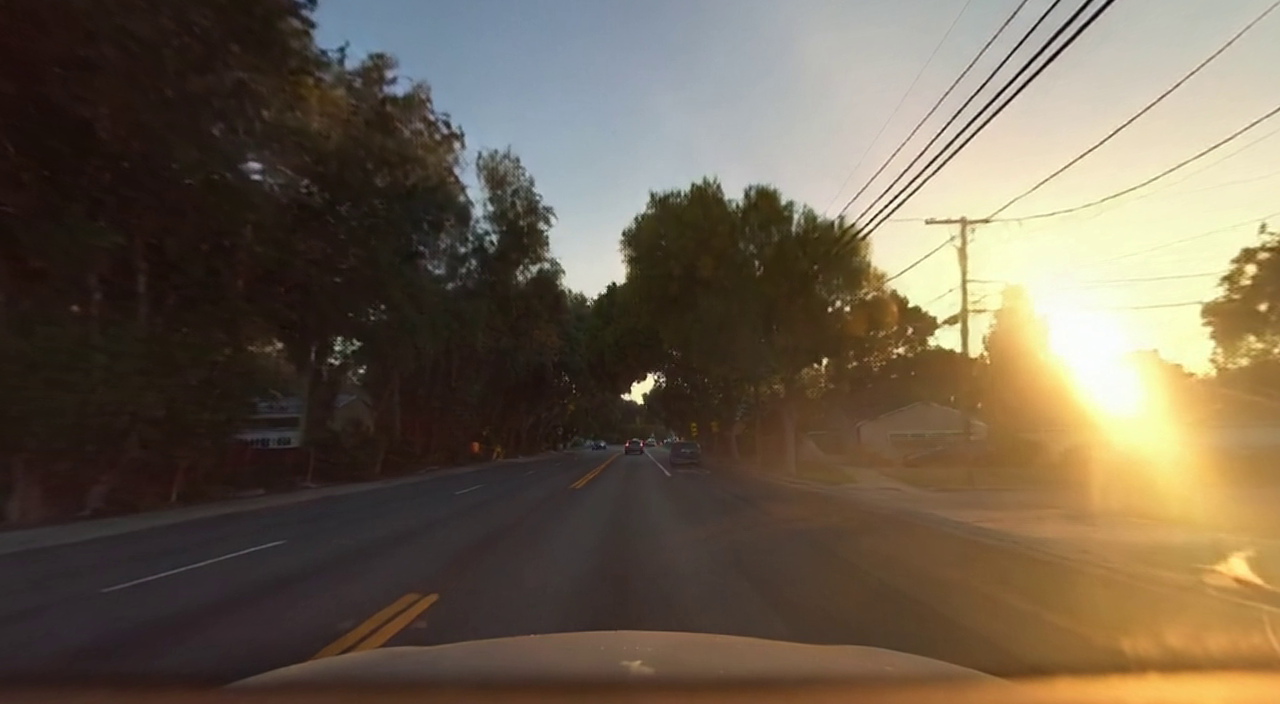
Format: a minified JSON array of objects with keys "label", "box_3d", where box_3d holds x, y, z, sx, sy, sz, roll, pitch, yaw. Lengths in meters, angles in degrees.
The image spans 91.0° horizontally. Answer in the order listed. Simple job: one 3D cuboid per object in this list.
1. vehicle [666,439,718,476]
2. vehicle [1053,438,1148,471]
[{"label":"vehicle","box_3d":[2.277,4.734,28.410,1.975,1.497,3.647,0,-9,-1]},{"label":"vehicle","box_3d":[22.288,4.978,30.668,1.851,1.458,3.709,0,-9,1]}]
